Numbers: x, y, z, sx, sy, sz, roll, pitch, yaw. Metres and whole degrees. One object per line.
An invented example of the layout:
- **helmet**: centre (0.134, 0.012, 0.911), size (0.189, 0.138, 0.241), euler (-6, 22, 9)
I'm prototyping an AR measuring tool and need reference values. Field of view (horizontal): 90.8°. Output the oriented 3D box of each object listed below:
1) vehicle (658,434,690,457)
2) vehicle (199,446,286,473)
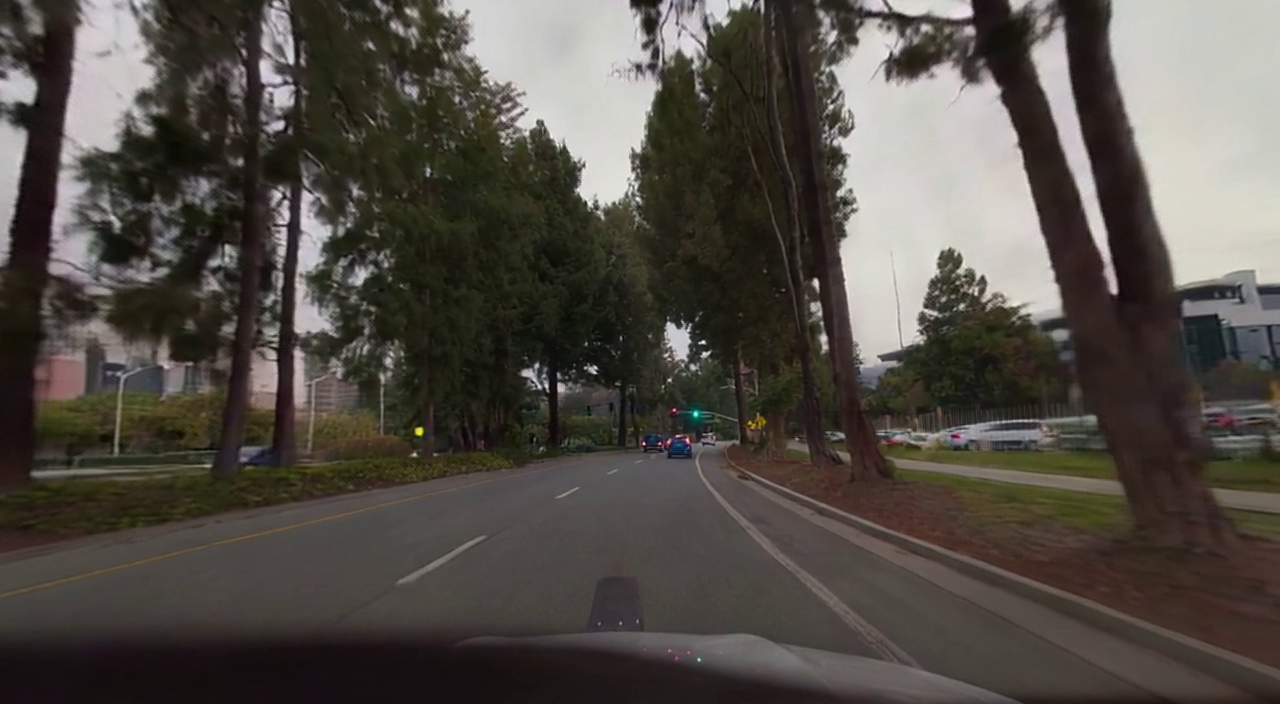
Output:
- **vehicle**: centre (2.718, 7.288, 49.217), size (2.210, 1.737, 4.013), euler (-1, -9, 7)
- **vehicle**: centre (-23.156, 6.283, 37.039), size (1.927, 1.440, 4.547), euler (-1, -9, 4)
